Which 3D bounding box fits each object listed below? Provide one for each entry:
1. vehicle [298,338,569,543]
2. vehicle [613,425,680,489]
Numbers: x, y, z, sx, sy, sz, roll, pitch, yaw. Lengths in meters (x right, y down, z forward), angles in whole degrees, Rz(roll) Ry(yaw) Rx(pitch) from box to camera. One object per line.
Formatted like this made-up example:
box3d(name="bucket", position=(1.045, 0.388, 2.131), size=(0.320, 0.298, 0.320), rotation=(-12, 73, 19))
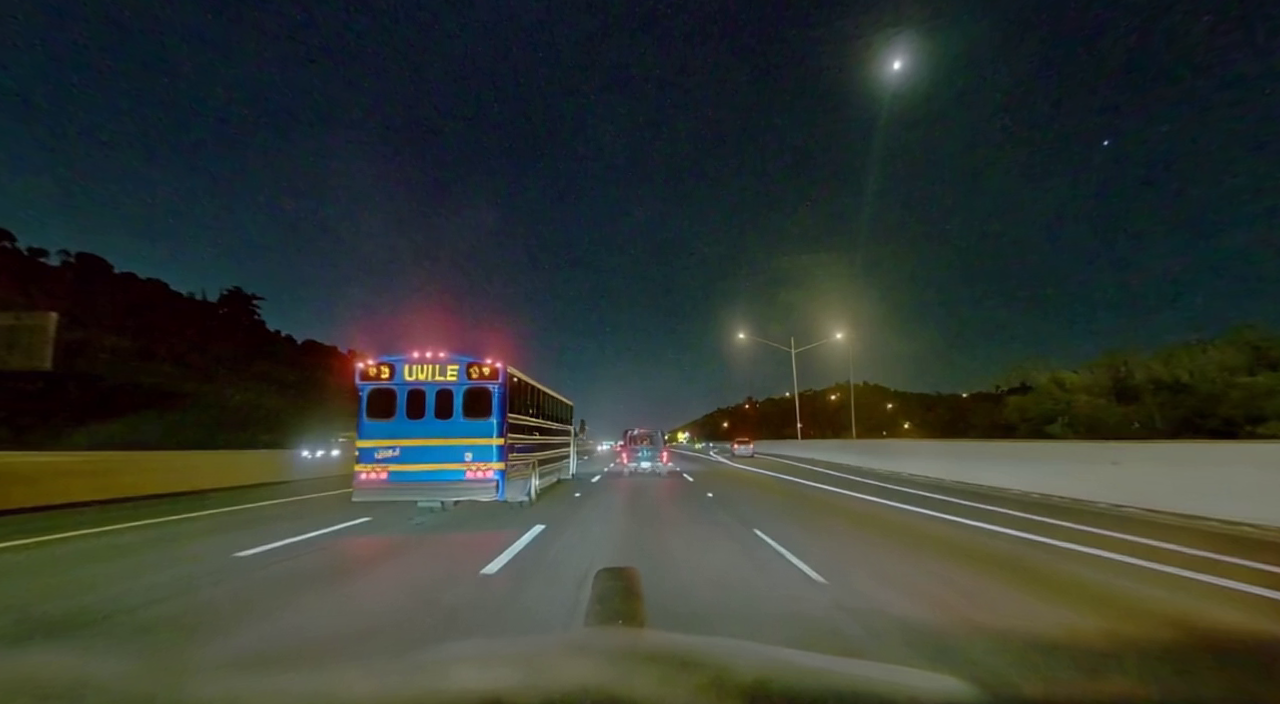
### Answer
box3d(name="vehicle", position=(-3.472, 1.861, 13.353), size=(2.947, 3.009, 7.991), rotation=(0, -8, 0))
box3d(name="vehicle", position=(0.156, 3.507, 21.403), size=(2.037, 1.929, 4.343), rotation=(0, -8, -1))
